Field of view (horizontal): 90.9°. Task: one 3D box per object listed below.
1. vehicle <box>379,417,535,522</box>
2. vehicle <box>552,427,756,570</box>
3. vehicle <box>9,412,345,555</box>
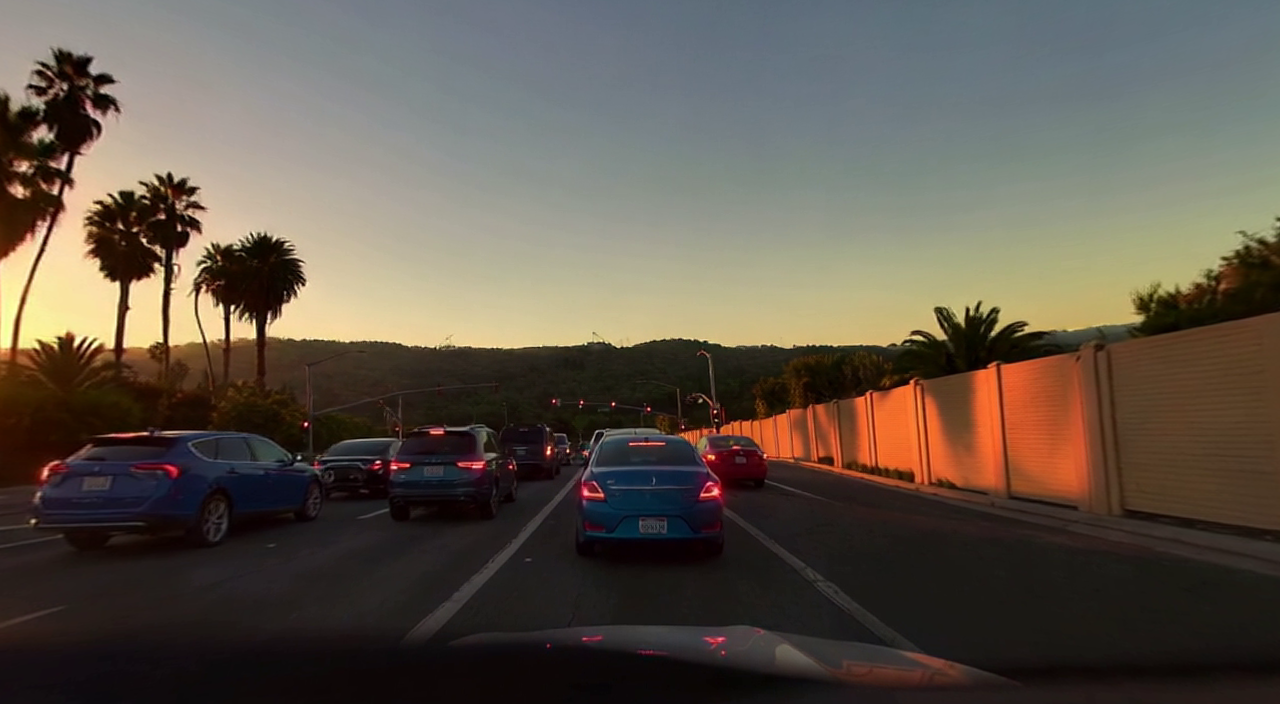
[{"bbox_3d":[-3.452,2.300,12.823,2.007,1.746,4.136,0,-8,-2],"label":"vehicle"},{"bbox_3d":[0.070,1.848,8.794,2.128,1.473,4.272,0,-8,-2],"label":"vehicle"},{"bbox_3d":[-6.689,1.924,9.959,1.963,1.721,4.467,0,-8,-2],"label":"vehicle"}]
